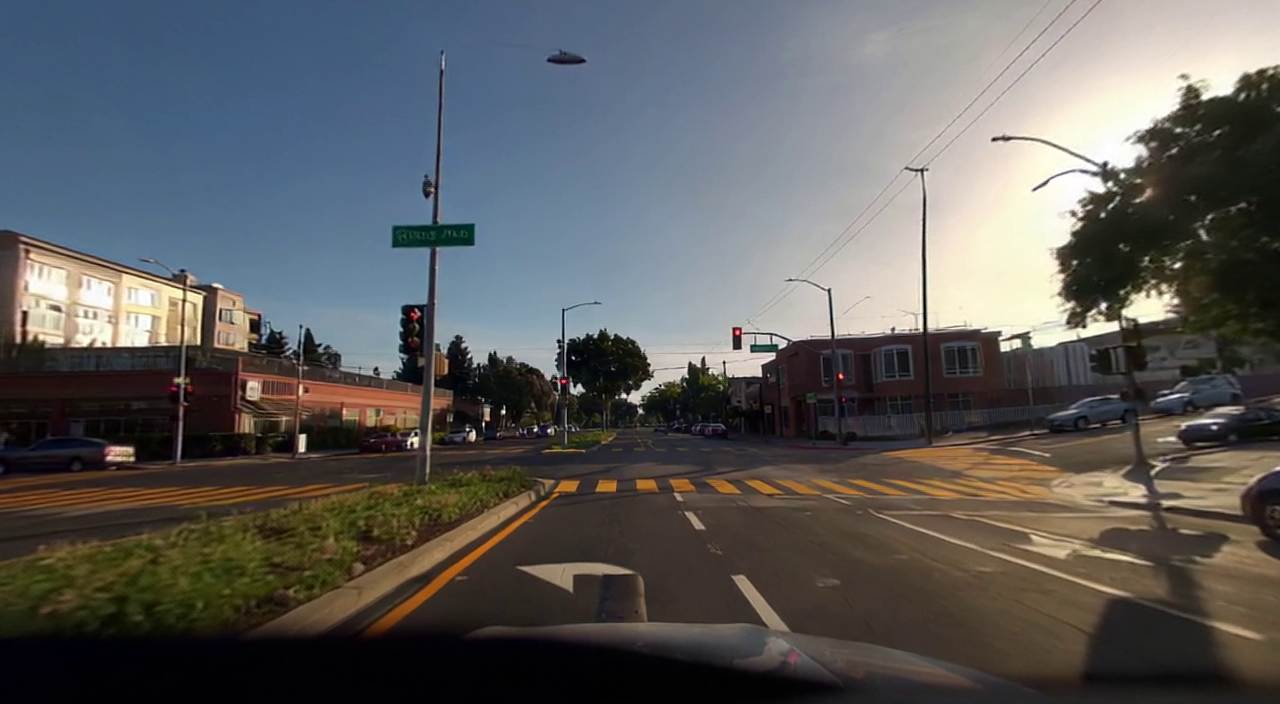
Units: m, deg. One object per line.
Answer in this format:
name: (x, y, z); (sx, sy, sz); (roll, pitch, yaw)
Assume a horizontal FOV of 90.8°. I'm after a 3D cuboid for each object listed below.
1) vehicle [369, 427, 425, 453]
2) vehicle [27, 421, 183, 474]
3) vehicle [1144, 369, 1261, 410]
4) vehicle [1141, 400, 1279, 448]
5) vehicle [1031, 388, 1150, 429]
vehicle: (-18.562, 6.762, 48.520); (2.225, 1.871, 5.189); (0, -9, -1)
vehicle: (-25.797, 4.618, 30.635); (5.319, 2.388, 2.288); (0, -9, -1)
vehicle: (27.903, 1.851, 31.438); (3.978, 1.843, 1.874); (-2, -2, 1)
vehicle: (19.678, 2.419, 21.041); (4.341, 1.481, 1.837); (0, -9, -1)
vehicle: (22.164, 2.765, 31.190); (4.531, 1.753, 1.964); (-2, -2, -5)
